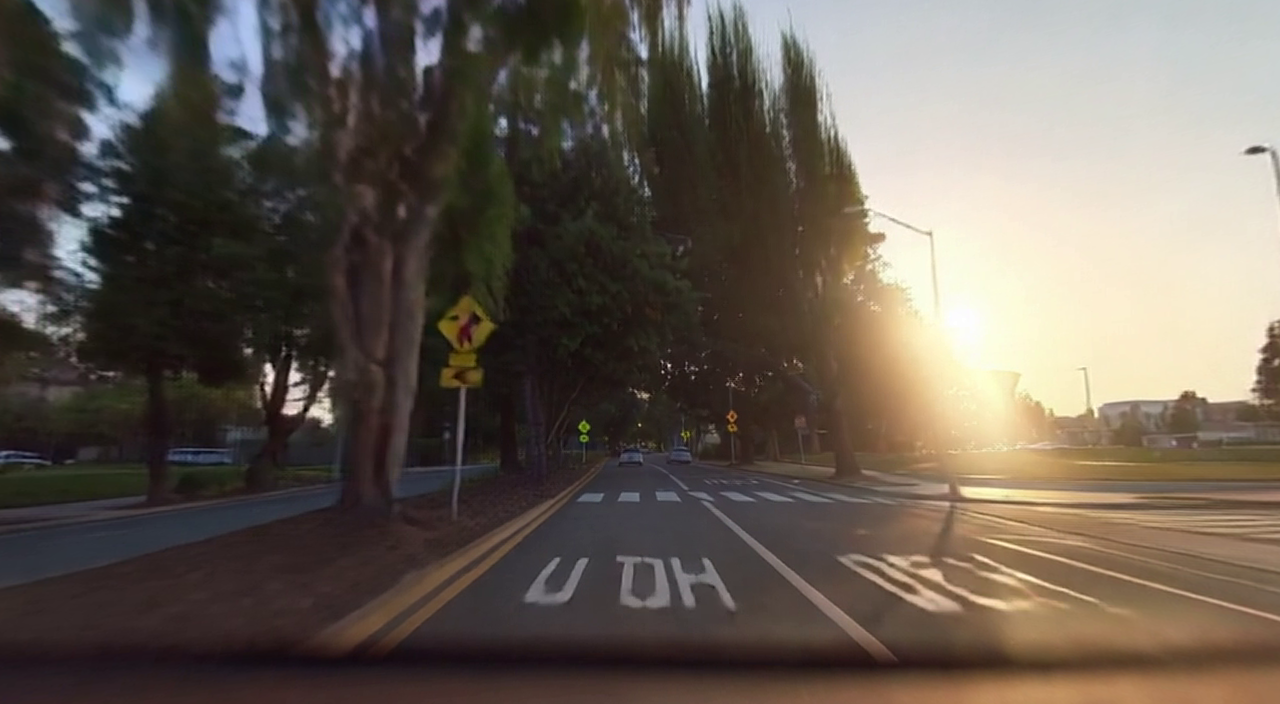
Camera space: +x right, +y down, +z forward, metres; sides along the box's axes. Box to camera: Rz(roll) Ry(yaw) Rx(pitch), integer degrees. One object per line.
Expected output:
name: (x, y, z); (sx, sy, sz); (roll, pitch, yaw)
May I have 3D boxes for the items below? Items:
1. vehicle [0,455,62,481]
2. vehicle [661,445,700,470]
vehicle: (-42.197, 7.730, 42.230); (5.040, 1.660, 1.996); (0, -9, -1)
vehicle: (2.629, 6.934, 41.767); (2.142, 1.501, 4.273); (0, -9, -2)
